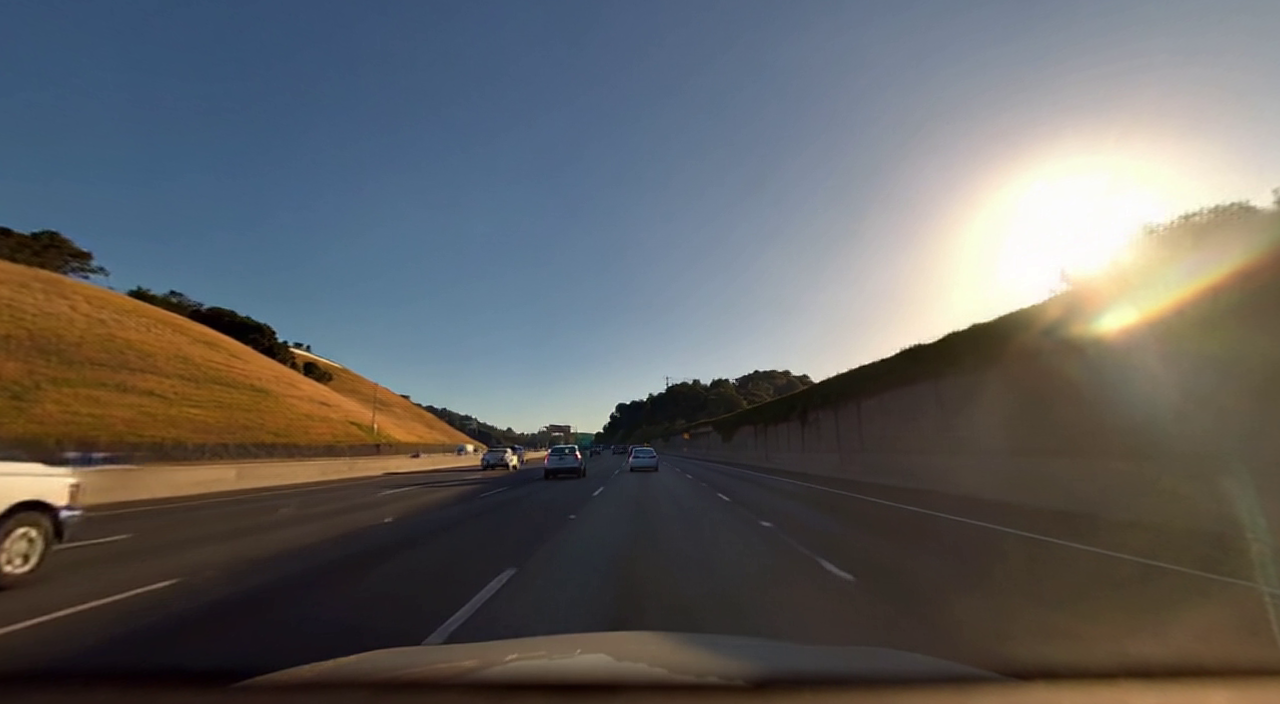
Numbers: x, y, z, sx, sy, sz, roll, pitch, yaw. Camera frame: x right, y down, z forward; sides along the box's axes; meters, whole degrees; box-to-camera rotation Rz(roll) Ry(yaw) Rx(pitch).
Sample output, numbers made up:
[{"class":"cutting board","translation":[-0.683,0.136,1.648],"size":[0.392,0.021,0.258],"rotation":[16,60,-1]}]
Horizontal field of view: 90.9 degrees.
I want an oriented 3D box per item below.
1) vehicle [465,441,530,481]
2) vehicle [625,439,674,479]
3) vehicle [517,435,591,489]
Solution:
[{"class":"vehicle","translation":[-6.697,5.178,30.130],"size":[2.059,1.745,4.239],"rotation":[0,-9,1]},{"class":"vehicle","translation":[0.416,5.241,31.076],"size":[2.233,1.804,4.273],"rotation":[0,-9,0]},{"class":"vehicle","translation":[-3.125,4.126,23.965],"size":[2.093,1.820,4.506],"rotation":[0,-9,1]}]
